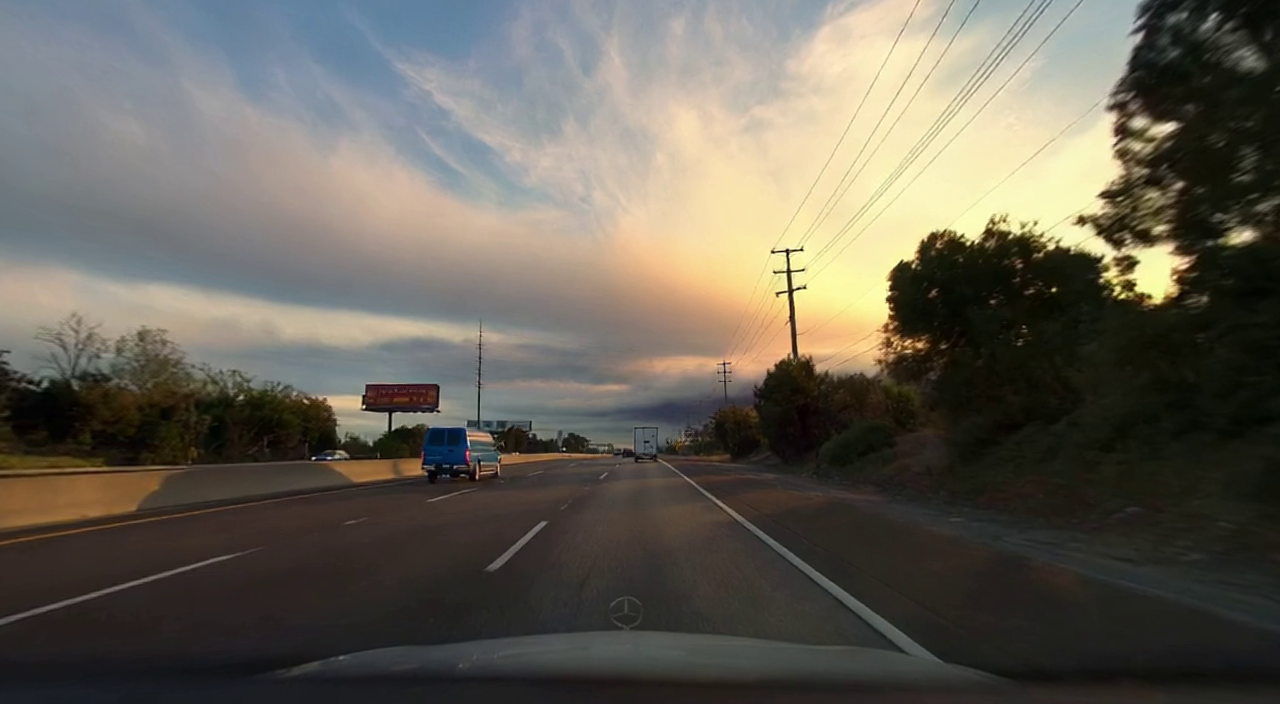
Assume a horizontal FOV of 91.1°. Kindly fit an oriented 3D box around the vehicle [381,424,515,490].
[{"bbox_3d":[-6.817,3.864,23.501,2.695,2.084,6.836,0,-8,1],"label":"vehicle"}]

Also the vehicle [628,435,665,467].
[{"bbox_3d":[0.513,7.593,48.373,2.692,2.279,5.695,0,-8,1],"label":"vehicle"}]
